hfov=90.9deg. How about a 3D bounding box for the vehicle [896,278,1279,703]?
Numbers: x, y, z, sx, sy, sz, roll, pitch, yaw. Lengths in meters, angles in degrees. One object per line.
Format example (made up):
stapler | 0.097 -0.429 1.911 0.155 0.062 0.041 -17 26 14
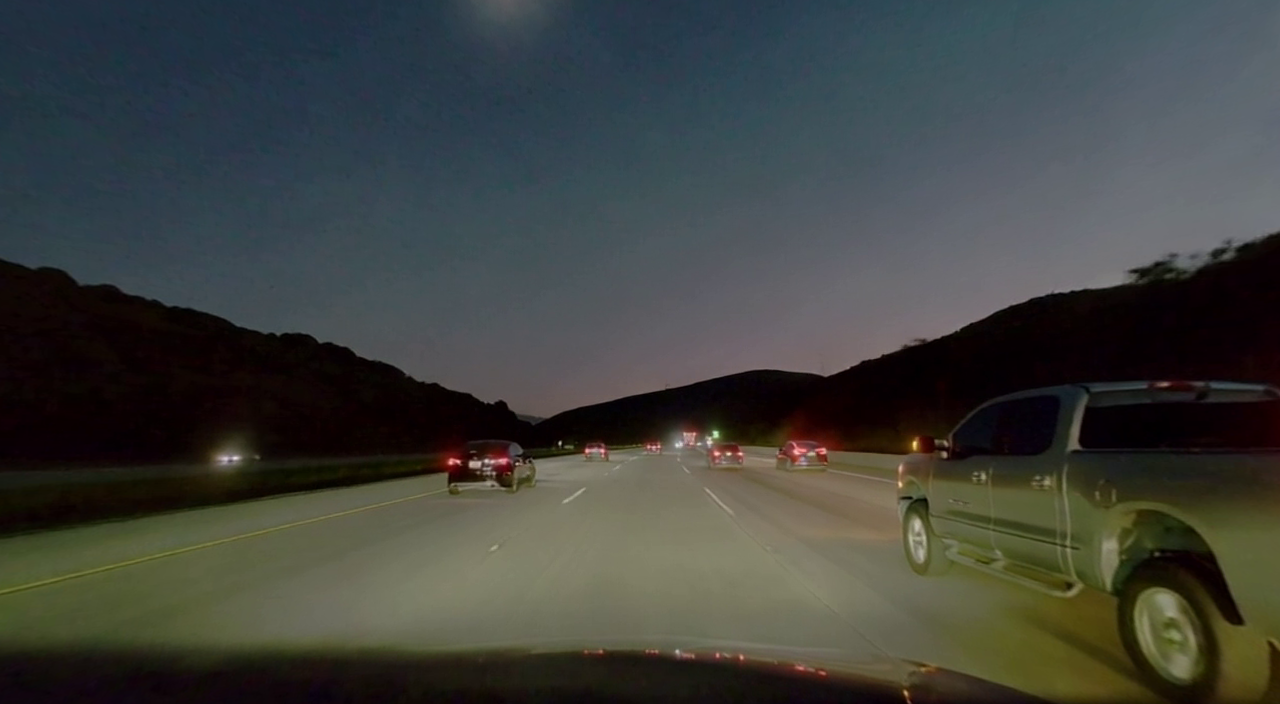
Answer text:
vehicle | 3.401 0.823 3.147 2.098 1.925 5.171 0 -8 1

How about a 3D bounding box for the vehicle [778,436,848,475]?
vehicle | 7.873 4.744 29.123 1.986 1.633 4.430 0 -8 0

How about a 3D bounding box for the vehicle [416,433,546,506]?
vehicle | -3.932 2.991 16.540 2.113 1.636 4.494 -1 -8 2

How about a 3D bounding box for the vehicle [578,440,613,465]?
vehicle | -3.065 7.030 44.337 2.021 1.679 4.310 -1 -8 2

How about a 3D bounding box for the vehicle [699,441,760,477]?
vehicle | 3.949 4.782 28.553 2.046 1.471 4.333 0 -8 -1
